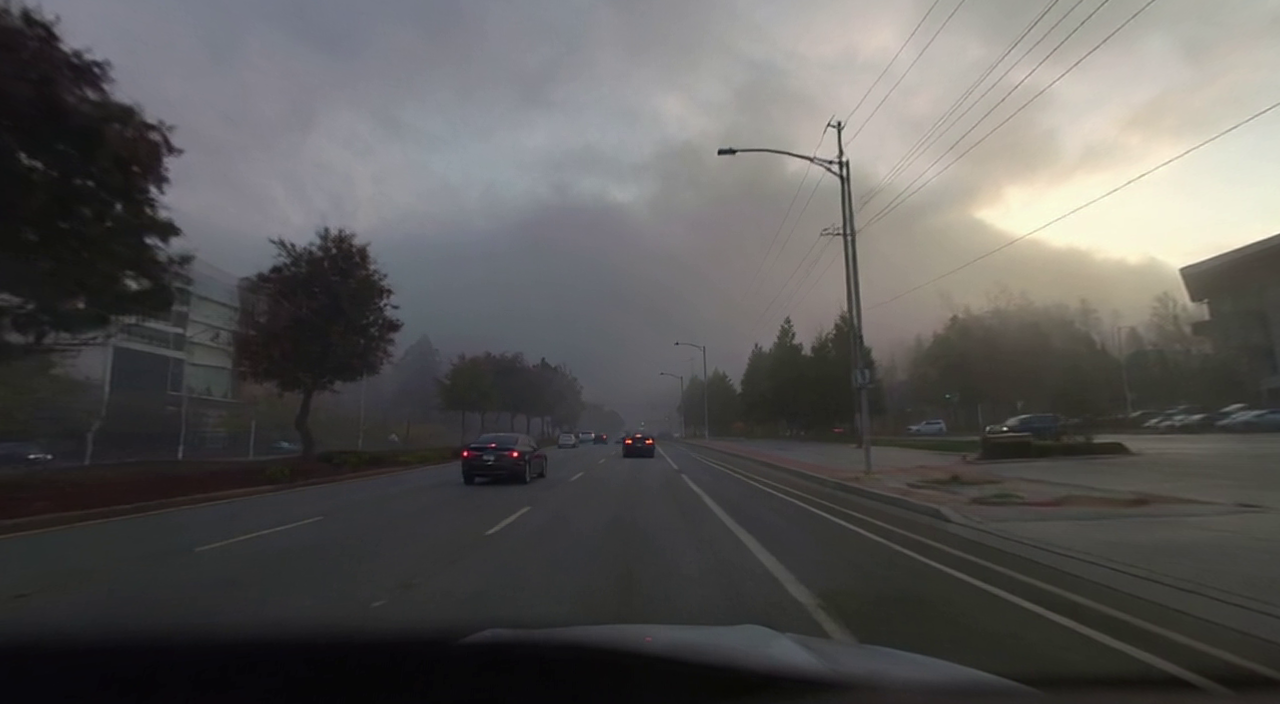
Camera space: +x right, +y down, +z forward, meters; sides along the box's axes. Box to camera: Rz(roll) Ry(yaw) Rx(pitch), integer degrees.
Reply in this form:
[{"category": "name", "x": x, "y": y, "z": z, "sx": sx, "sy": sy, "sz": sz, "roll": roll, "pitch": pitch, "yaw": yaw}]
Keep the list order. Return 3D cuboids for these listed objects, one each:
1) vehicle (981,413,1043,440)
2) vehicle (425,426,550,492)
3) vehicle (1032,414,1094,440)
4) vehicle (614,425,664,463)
[{"category": "vehicle", "x": 21.967, "y": 4.460, "z": 37.434, "sx": 1.833, "sy": 1.471, "sz": 4.656, "roll": -2, "pitch": -8, "yaw": 13}, {"category": "vehicle", "x": -3.774, "y": 2.741, "z": 16.628, "sx": 1.942, "sy": 1.462, "sz": 4.905, "roll": 0, "pitch": -8, "yaw": 2}, {"category": "vehicle", "x": 24.464, "y": 4.402, "z": 36.616, "sx": 1.741, "sy": 1.416, "sz": 3.831, "roll": -2, "pitch": -8, "yaw": 15}, {"category": "vehicle", "x": -0.063, "y": 4.377, "z": 30.035, "sx": 2.199, "sy": 1.652, "sz": 4.101, "roll": 0, "pitch": -8, "yaw": 0}]
